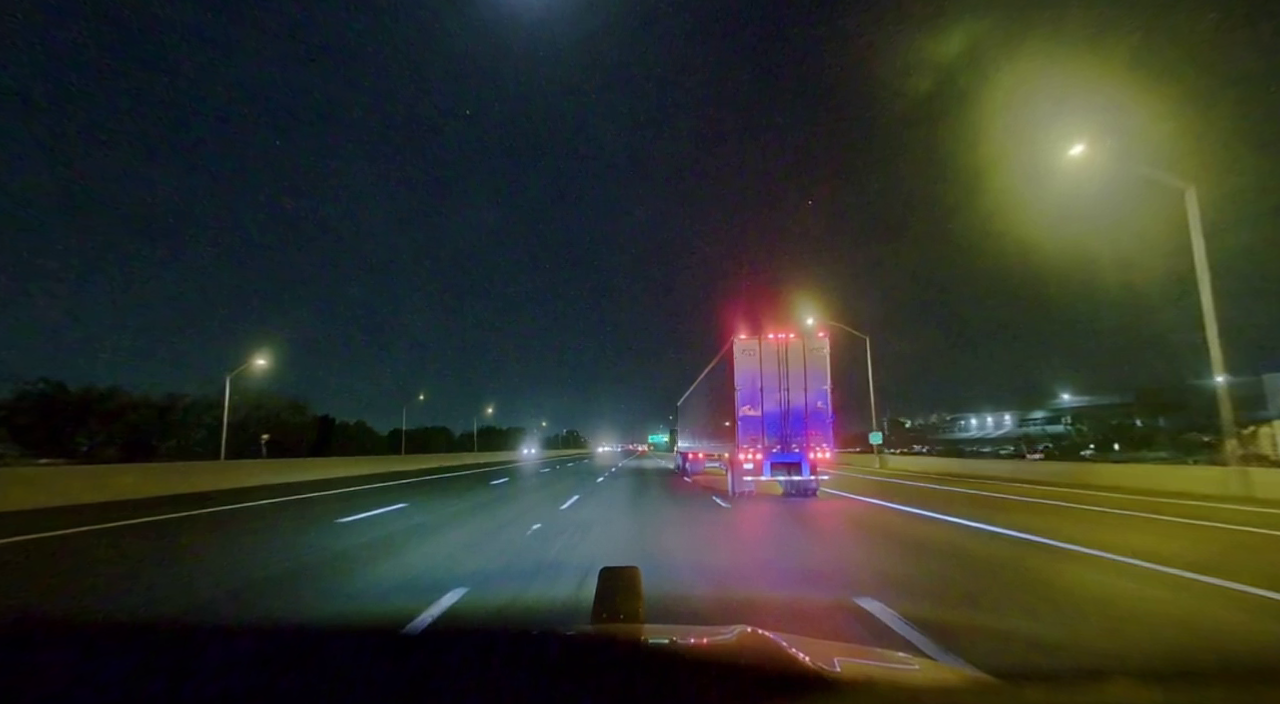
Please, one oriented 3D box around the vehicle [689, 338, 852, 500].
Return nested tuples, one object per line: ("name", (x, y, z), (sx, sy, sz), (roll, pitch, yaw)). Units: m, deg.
("vehicle", (3.943, 2.872, 24.129), (2.949, 4.149, 16.046), (0, -9, 1))
